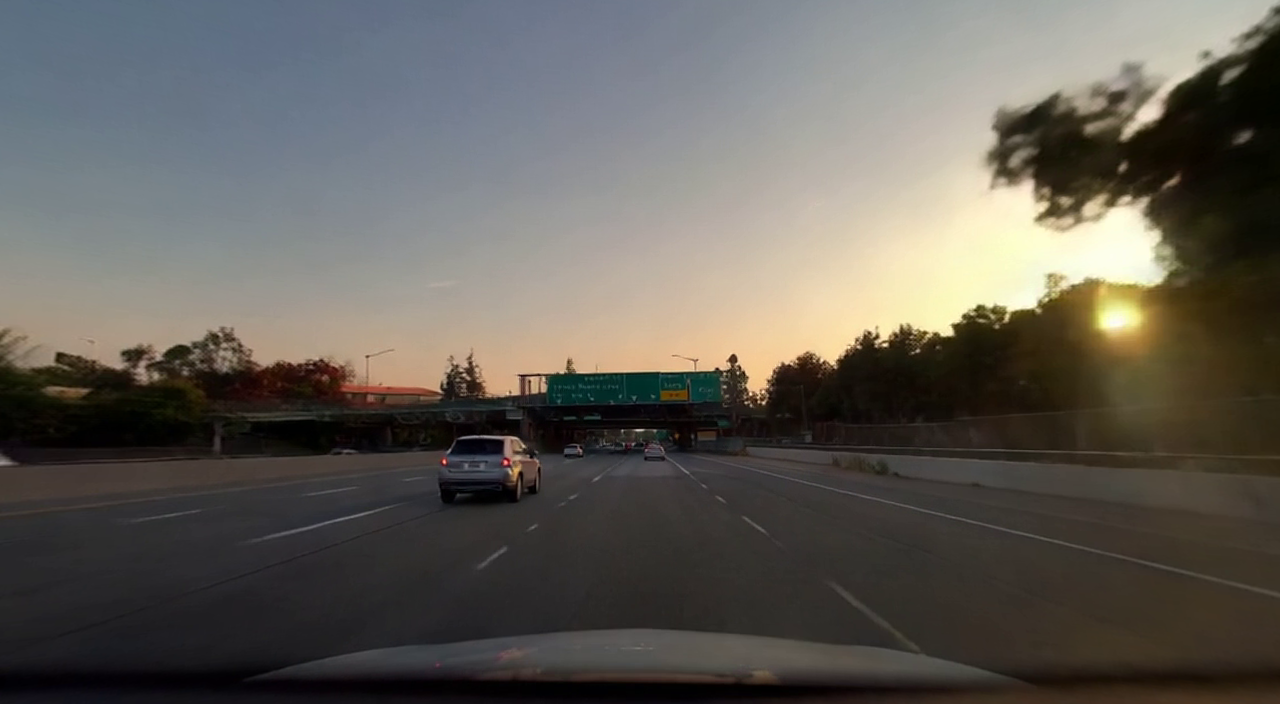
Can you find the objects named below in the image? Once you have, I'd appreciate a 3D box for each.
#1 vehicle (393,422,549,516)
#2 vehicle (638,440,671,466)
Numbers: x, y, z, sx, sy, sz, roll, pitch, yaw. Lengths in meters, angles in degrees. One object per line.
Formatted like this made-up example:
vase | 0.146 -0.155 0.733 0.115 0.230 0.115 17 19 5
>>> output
vehicle | -3.536 2.566 14.285 2.214 1.759 4.435 -1 -9 1
vehicle | 0.924 6.620 41.487 2.023 1.589 4.030 0 -9 0
